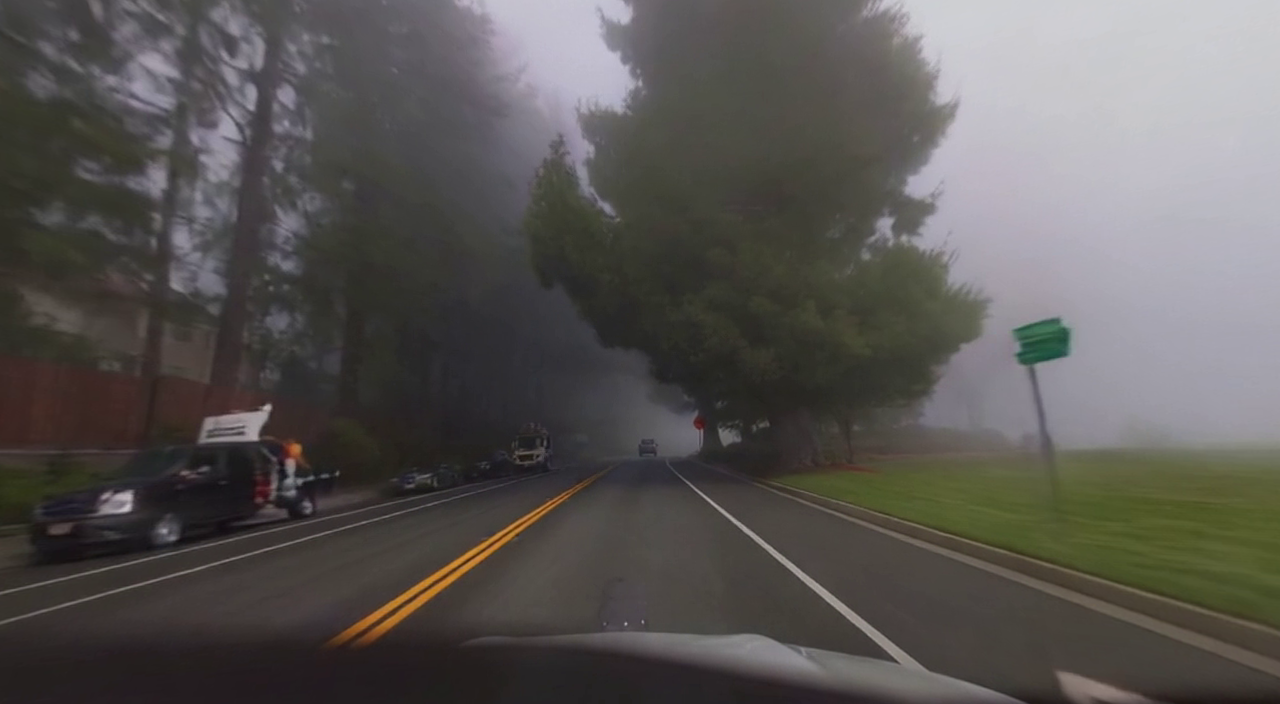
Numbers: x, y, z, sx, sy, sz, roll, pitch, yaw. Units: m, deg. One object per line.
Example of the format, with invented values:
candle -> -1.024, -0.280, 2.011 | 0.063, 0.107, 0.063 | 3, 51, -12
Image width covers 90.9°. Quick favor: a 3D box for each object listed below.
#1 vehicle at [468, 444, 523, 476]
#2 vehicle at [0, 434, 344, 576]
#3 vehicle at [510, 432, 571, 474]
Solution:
vehicle -> -8.463, 6.325, 37.334 | 2.107, 1.745, 4.569 | 0, -8, 1
vehicle -> -8.353, 2.637, 12.331 | 2.422, 1.855, 6.165 | -4, -7, -3
vehicle -> -5.829, 6.030, 37.804 | 2.517, 2.323, 5.205 | 0, -8, 3
